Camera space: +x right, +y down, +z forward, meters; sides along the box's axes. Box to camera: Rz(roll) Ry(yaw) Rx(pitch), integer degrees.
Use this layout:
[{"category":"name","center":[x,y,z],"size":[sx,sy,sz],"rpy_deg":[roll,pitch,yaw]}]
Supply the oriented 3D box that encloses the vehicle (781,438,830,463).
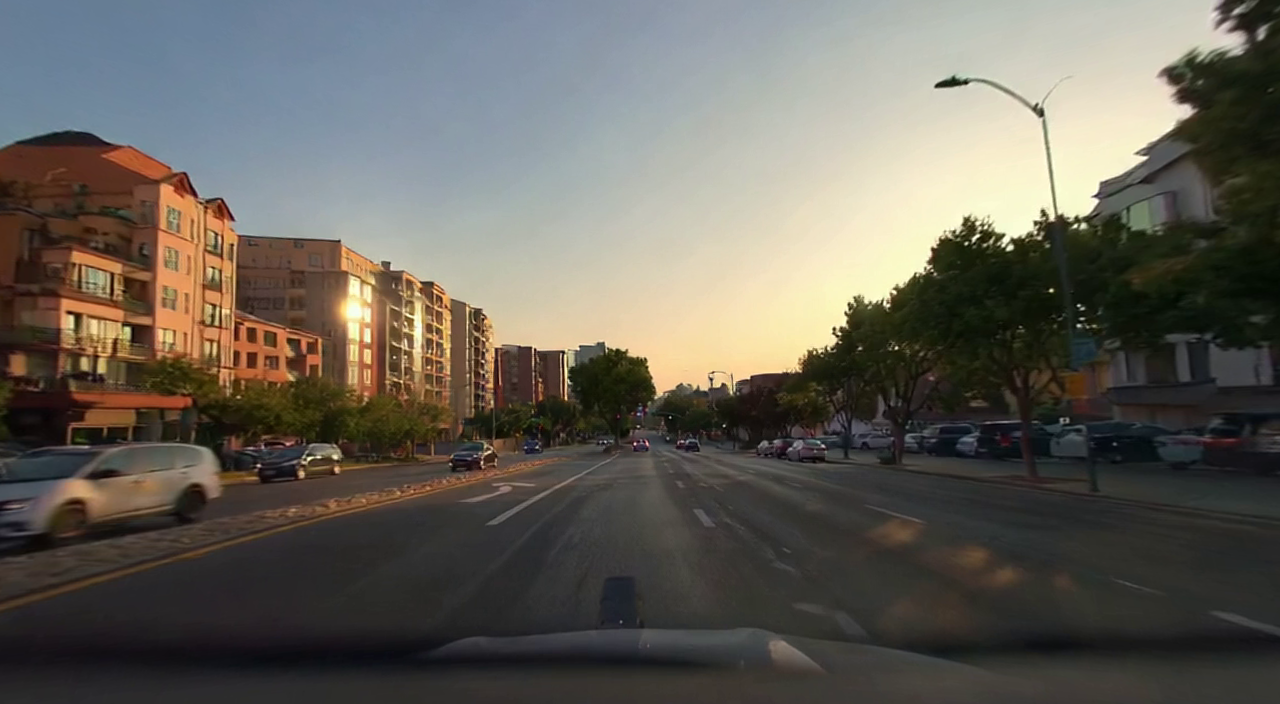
[{"category":"vehicle","center":[10.348,6.207,39.795],"size":[1.861,1.446,4.413],"rpy_deg":[0,-9,-1]}]

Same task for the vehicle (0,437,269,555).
[{"category":"vehicle","center":[-8.627,2.214,10.533],"size":[1.996,1.497,4.667],"rpy_deg":[-1,-9,1]}]

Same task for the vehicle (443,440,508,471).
[{"category":"vehicle","center":[-8.497,5.403,33.105],"size":[2.025,1.479,4.739],"rpy_deg":[-1,-9,1]}]

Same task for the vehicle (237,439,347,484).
[{"category":"vehicle","center":[-15.337,4.815,28.212],"size":[2.053,1.806,4.919],"rpy_deg":[0,-9,0]}]
